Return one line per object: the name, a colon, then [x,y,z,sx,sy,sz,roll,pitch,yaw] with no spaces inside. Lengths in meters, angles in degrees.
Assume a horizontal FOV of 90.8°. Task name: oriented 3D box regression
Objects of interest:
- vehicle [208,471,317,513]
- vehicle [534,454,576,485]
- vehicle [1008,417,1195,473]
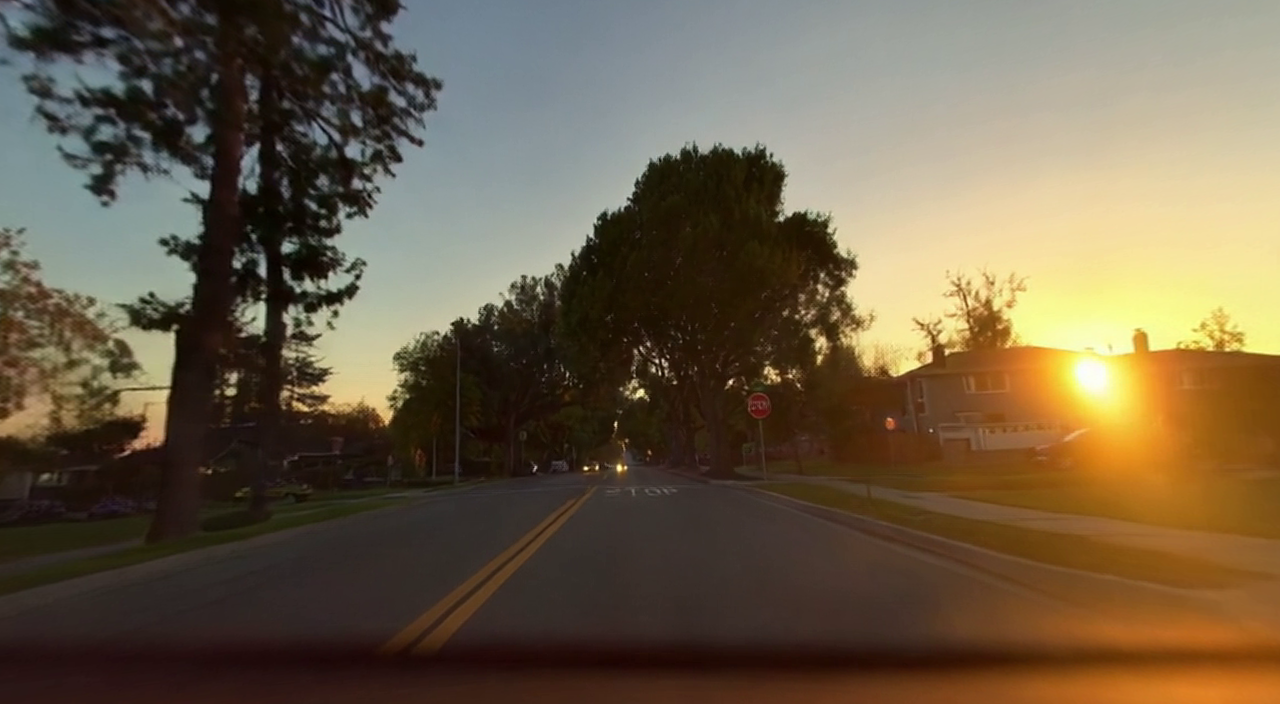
vehicle: [-18.516,6.875,31.078,4.274,1.626,2.093,-6,-9,11]
vehicle: [-6.021,8.424,45.459,2.149,1.823,4.613,-6,-9,1]
vehicle: [16.758,3.442,23.247,4.982,1.874,2.133,-3,-9,12]
